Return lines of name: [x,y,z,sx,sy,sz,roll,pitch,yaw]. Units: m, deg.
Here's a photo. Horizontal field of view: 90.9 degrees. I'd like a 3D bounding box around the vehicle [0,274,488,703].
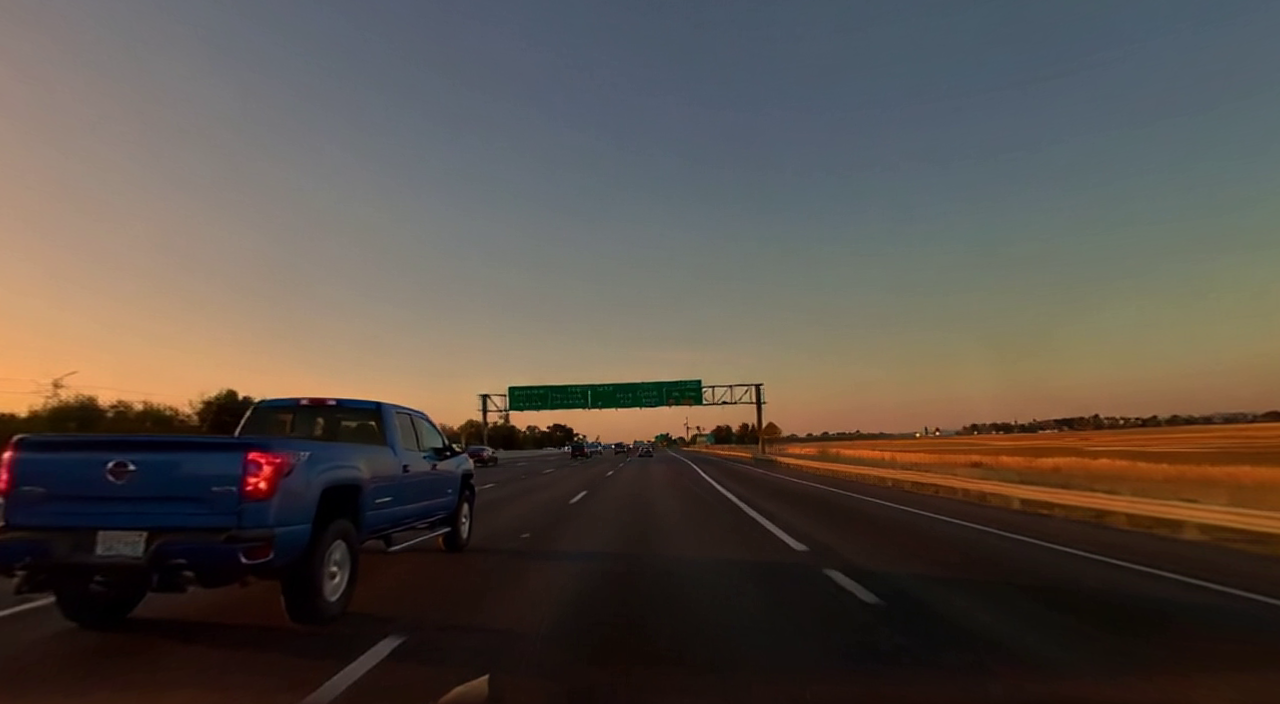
vehicle: [-3.526,1.115,5.843,2.601,2.084,6.068,0,-8,1]
